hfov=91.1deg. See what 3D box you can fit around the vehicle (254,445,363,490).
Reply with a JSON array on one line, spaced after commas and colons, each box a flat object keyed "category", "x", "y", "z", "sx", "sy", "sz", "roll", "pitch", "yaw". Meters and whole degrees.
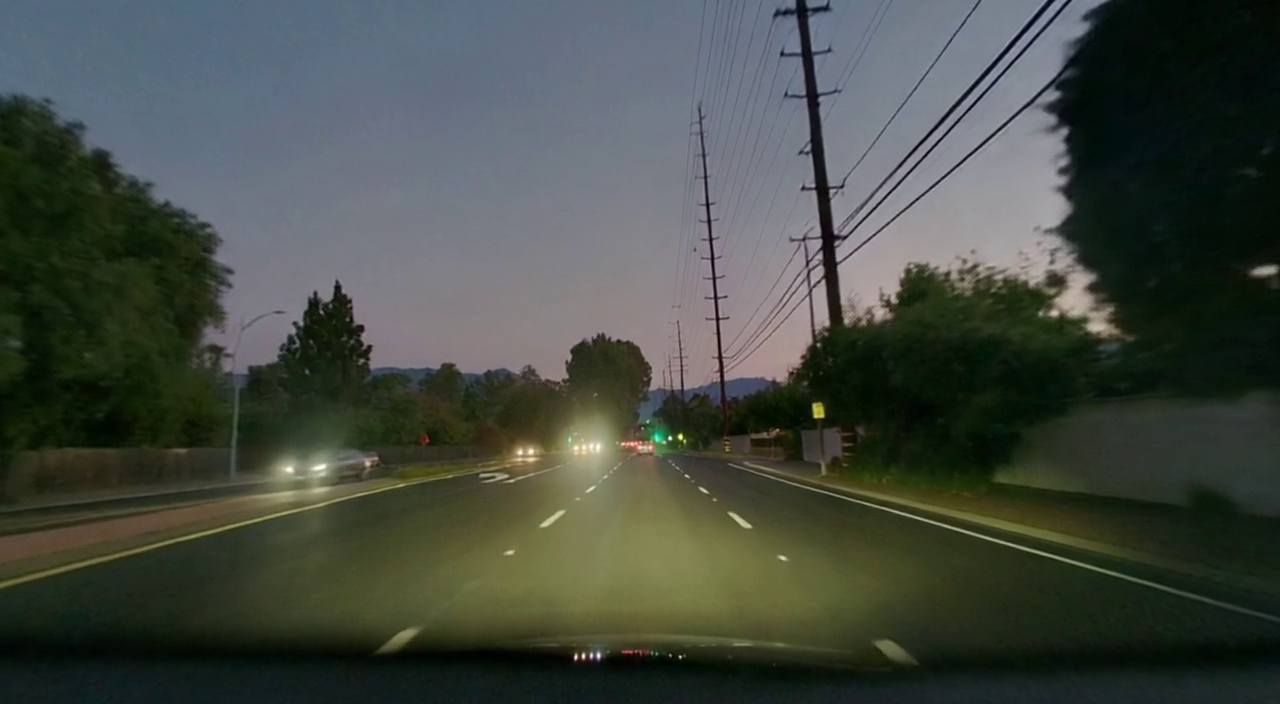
[{"category": "vehicle", "x": -13.153, "y": 4.572, "z": 25.259, "sx": 1.904, "sy": 1.622, "sz": 4.348, "roll": 0, "pitch": -8, "yaw": 1}]
